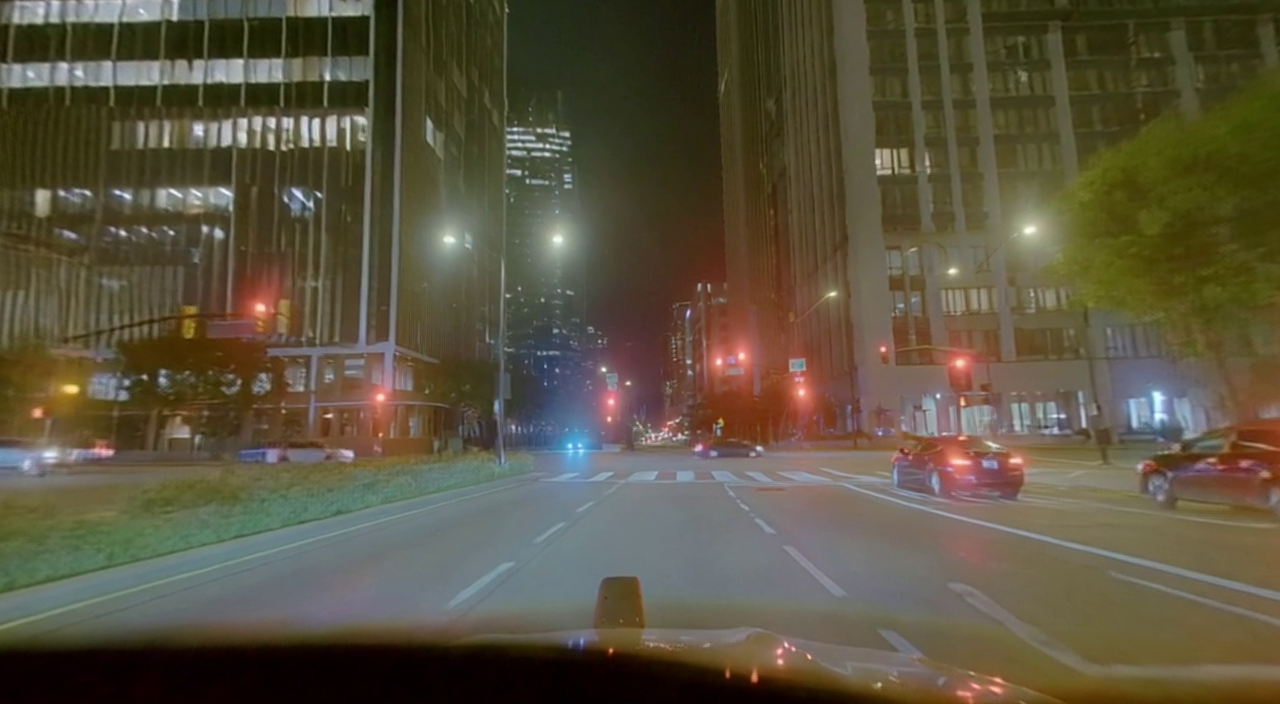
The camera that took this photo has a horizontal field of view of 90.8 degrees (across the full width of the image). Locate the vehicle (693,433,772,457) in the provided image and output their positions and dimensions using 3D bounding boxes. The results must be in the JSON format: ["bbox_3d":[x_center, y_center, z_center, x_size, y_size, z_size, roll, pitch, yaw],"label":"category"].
[{"bbox_3d":[5.850,5.960,40.402,4.762,1.420,1.814,0,-9,0],"label":"vehicle"}]

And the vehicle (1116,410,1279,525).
[{"bbox_3d":[11.222,1.974,10.982,2.027,1.810,4.854,0,-9,-1],"label":"vehicle"}]

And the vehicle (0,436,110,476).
[{"bbox_3d":[-31.435,5.415,32.873,5.659,1.967,2.149,0,-8,-1],"label":"vehicle"}]

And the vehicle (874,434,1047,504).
[{"bbox_3d":[7.848,2.897,16.159,1.936,1.489,4.885,-1,-8,1],"label":"vehicle"}]

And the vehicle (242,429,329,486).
[{"bbox_3d":[-13.532,3.945,23.963,2.125,1.910,4.779,6,-11,-36],"label":"vehicle"}]
